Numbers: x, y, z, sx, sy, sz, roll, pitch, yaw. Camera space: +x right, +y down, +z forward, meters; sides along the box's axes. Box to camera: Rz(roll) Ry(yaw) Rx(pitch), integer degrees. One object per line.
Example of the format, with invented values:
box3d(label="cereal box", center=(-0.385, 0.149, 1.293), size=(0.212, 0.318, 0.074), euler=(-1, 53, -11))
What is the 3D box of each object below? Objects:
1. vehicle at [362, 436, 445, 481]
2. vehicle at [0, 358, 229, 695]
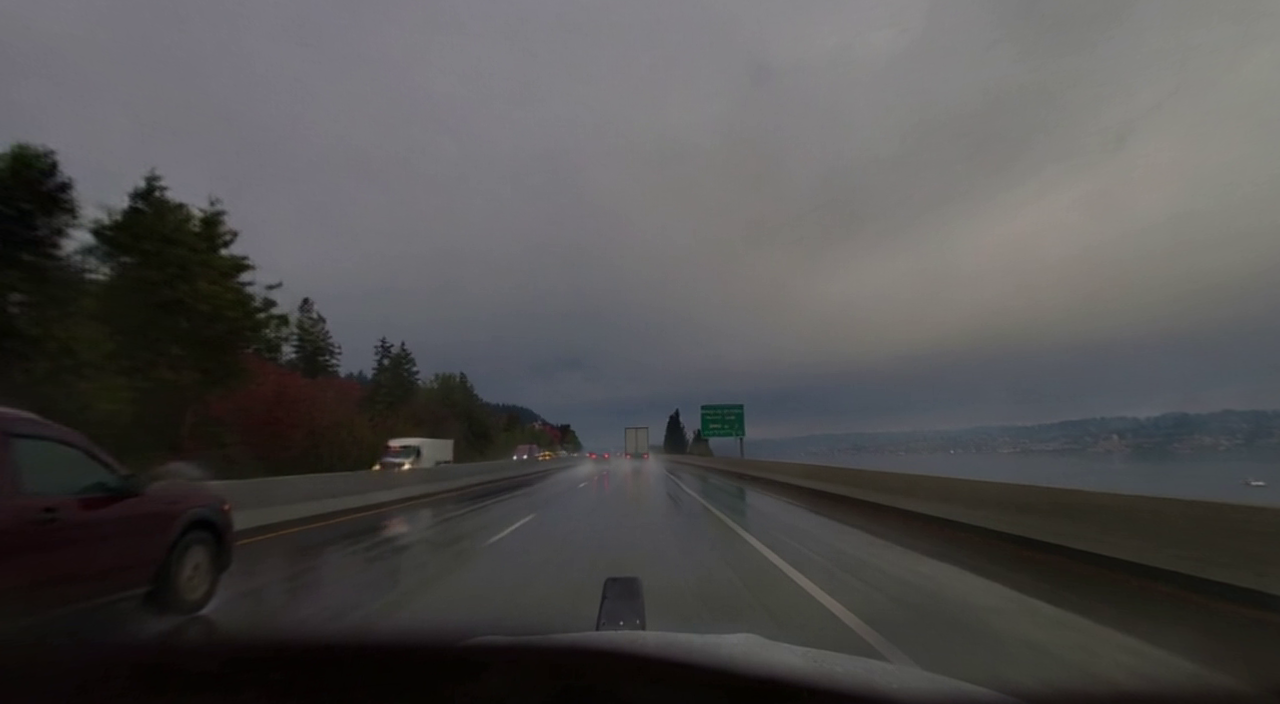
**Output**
box3d(label="vehicle", center=(-12.928, 5.860, 34.978), size=(2.243, 2.273, 5.891), euler=(0, -9, 1))
box3d(label="vehicle", center=(-4.596, 0.888, 2.999), size=(2.079, 1.845, 4.654), euler=(0, -9, 0))
